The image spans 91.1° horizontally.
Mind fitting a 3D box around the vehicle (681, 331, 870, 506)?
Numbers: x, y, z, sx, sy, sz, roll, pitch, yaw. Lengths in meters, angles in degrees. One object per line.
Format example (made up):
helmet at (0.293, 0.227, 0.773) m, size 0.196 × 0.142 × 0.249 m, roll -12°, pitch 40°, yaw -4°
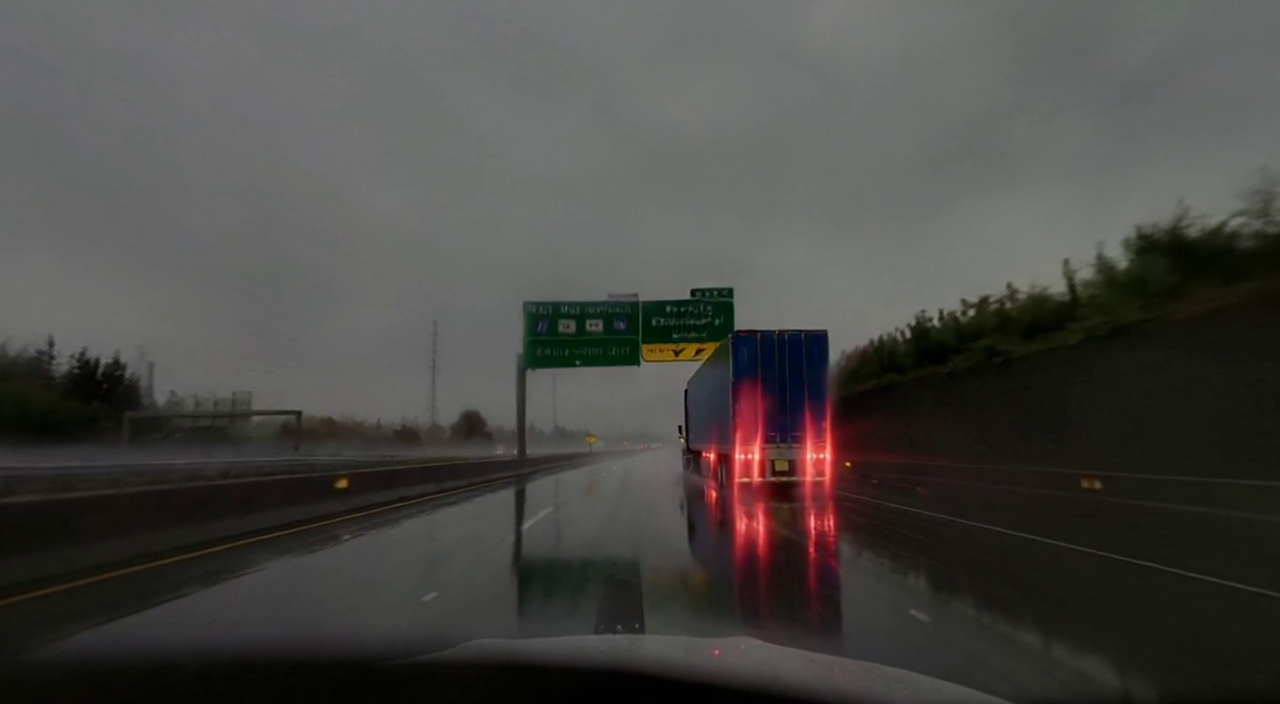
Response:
vehicle at (3.556, 2.607, 21.714) m, size 3.244 × 4.020 × 14.561 m, roll 0°, pitch -9°, yaw 0°
